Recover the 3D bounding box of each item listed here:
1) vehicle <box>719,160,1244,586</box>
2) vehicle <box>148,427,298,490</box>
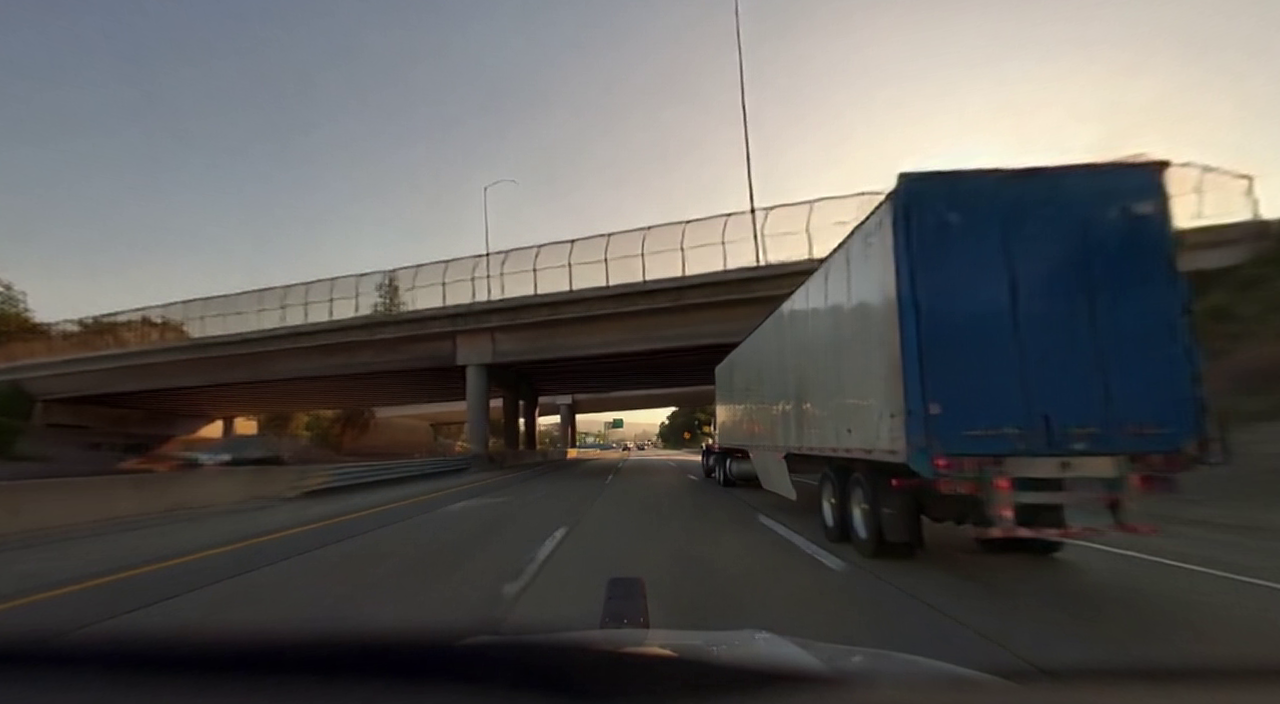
[{"bbox_3d":[4.035,1.148,13.090,2.933,4.100,14.317,0,-8,0],"label":"vehicle"},{"bbox_3d":[-18.945,4.878,29.108,2.353,2.561,6.586,0,-8,0],"label":"vehicle"}]
